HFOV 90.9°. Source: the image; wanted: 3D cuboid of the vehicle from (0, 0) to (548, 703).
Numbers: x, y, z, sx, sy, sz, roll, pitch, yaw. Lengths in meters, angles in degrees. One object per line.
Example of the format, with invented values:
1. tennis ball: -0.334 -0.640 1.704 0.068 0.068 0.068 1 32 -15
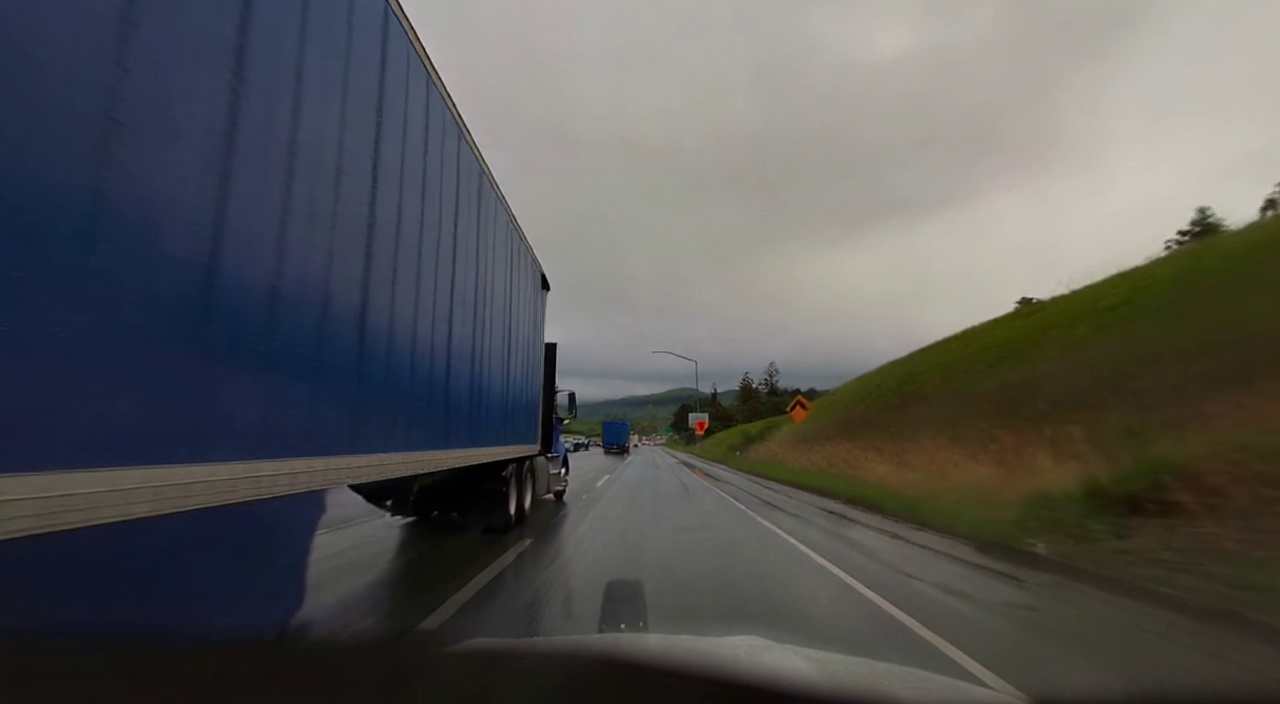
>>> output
1. vehicle: -3.265 -0.358 2.669 3.202 4.352 16.251 0 -8 0
